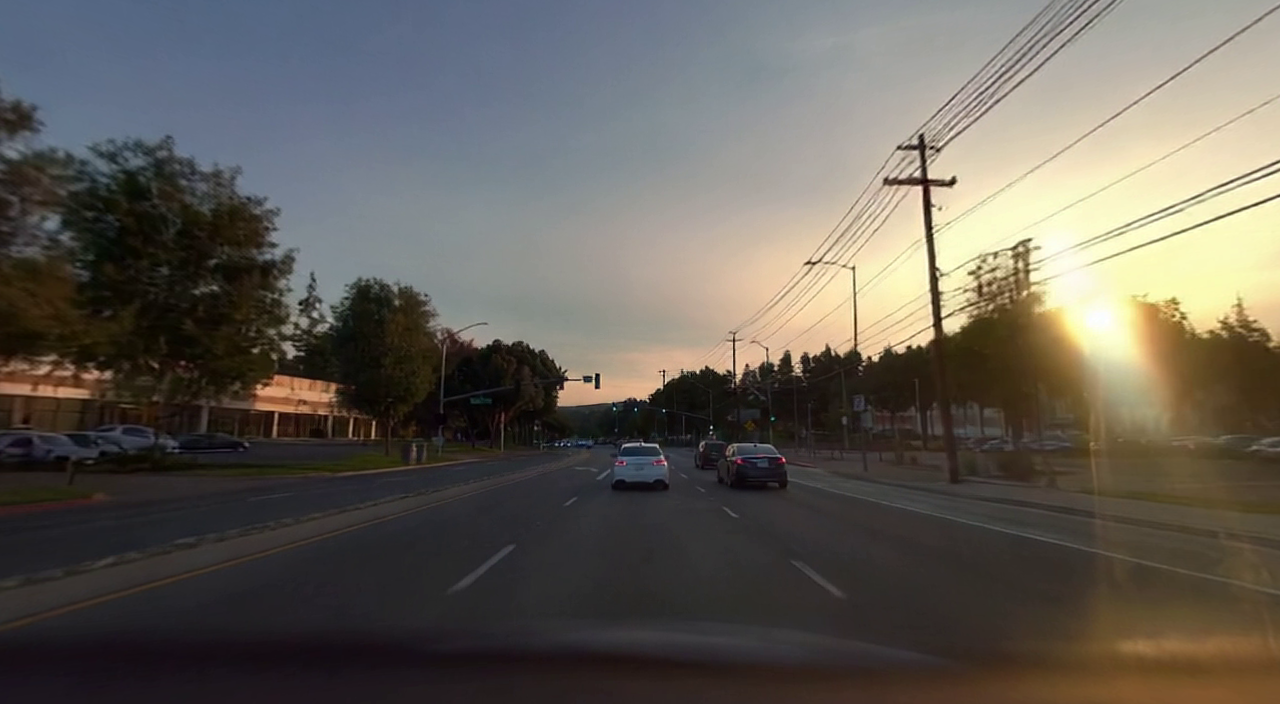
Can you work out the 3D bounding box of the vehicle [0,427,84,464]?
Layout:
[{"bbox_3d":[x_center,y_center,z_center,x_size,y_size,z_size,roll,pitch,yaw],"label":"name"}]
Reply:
[{"bbox_3d":[-28.364,4.258,28.571,1.908,1.553,4.979,1,-9,-4],"label":"vehicle"}]

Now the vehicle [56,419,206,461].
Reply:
[{"bbox_3d":[-28.978,5.113,36.351,2.878,2.172,7.057,0,-9,-2],"label":"vehicle"}]

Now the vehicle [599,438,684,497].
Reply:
[{"bbox_3d":[0.009,3.226,17.921,2.144,1.473,4.028,0,-8,-1],"label":"vehicle"}]

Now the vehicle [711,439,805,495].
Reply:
[{"bbox_3d":[3.373,3.361,18.785,1.985,1.489,4.036,0,-9,-1],"label":"vehicle"}]
